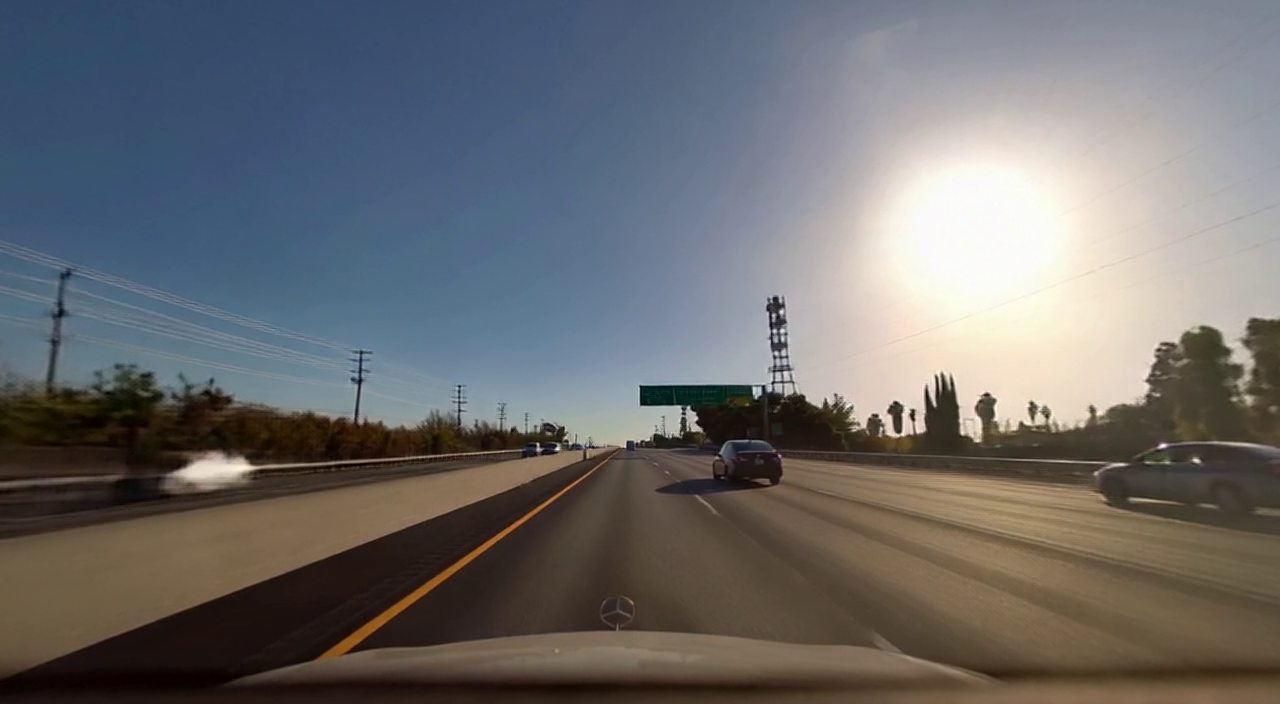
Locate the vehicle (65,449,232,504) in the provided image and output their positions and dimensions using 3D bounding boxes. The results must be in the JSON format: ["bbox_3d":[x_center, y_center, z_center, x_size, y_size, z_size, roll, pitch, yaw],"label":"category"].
[{"bbox_3d":[-15.184,3.818,19.879,1.851,1.513,4.241,0,-9,0],"label":"vehicle"}]

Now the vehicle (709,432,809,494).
[{"bbox_3d":[3.343,3.213,18.612,2.018,1.600,4.121,0,-9,-2],"label":"vehicle"}]

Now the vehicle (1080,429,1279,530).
[{"bbox_3d":[10.640,2.167,11.145,1.987,1.502,5.130,0,-9,-1],"label":"vehicle"}]
